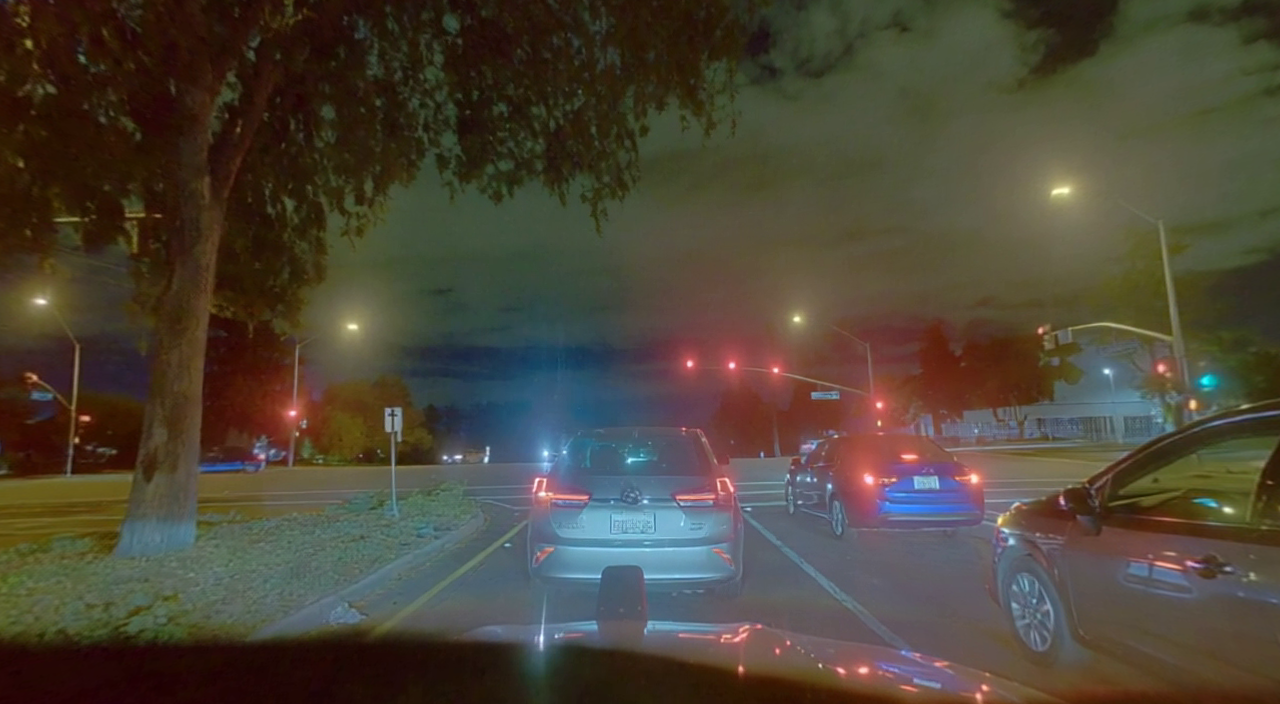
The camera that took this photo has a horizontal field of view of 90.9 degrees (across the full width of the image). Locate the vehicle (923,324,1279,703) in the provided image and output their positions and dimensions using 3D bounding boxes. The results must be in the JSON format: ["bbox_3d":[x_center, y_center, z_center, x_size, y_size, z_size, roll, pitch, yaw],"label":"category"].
[{"bbox_3d":[3.727,0.932,3.441,2.162,1.829,4.519,0,-9,-1],"label":"vehicle"}]

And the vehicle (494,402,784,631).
[{"bbox_3d":[-0.025,1.475,6.515,2.074,1.631,3.793,0,-9,-1],"label":"vehicle"}]

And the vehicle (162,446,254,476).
[{"bbox_3d":[-32.494,8.189,47.559,5.321,2.089,2.177,8,-12,-43],"label":"vehicle"}]

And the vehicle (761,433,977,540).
[{"bbox_3d":[3.692,2.259,11.299,2.054,1.482,4.654,0,-9,-1],"label":"vehicle"}]
